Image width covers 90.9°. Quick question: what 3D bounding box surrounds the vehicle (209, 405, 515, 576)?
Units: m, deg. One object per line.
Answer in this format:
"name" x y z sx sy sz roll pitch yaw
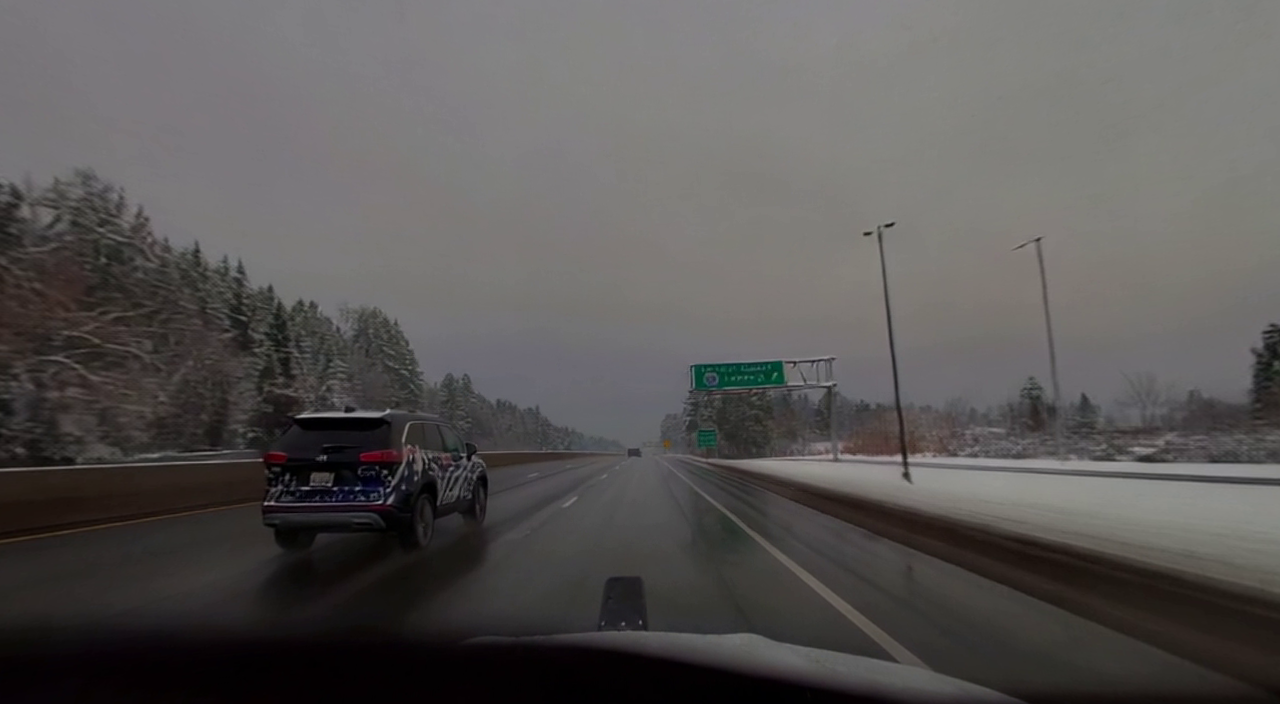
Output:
"vehicle" -3.433 1.819 9.117 2.183 1.803 4.685 0 -8 1
